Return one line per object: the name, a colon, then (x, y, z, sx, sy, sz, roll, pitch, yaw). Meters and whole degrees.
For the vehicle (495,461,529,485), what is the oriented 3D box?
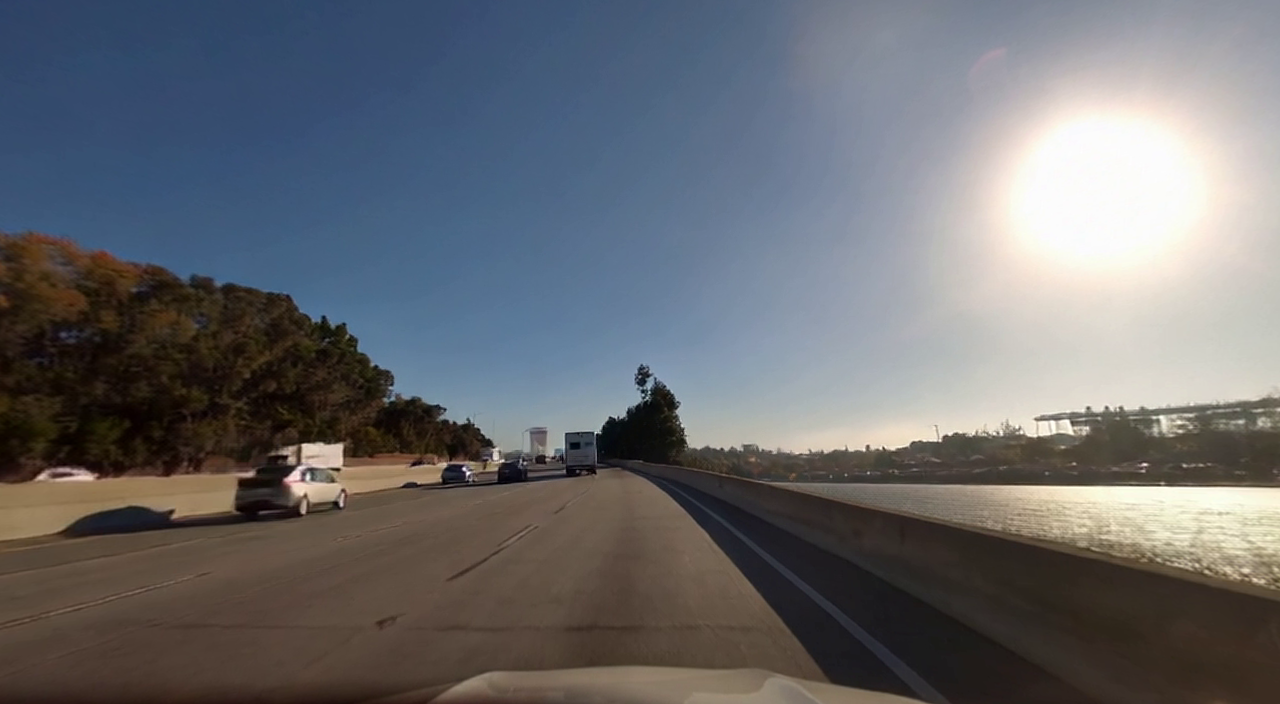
vehicle: (-8.955, 8.488, 44.245, 1.778, 1.560, 3.030, 0, -9, -2)

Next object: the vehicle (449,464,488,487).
vehicle: (-13.019, 9.361, 48.026, 1.872, 1.536, 4.134, 0, -9, -1)

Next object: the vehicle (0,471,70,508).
vehicle: (-28.436, 6.110, 27.987, 1.854, 1.500, 4.763, 0, -9, -2)

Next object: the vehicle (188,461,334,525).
vehicle: (-12.333, 4.576, 20.964, 2.005, 1.774, 4.610, 0, -9, 0)
